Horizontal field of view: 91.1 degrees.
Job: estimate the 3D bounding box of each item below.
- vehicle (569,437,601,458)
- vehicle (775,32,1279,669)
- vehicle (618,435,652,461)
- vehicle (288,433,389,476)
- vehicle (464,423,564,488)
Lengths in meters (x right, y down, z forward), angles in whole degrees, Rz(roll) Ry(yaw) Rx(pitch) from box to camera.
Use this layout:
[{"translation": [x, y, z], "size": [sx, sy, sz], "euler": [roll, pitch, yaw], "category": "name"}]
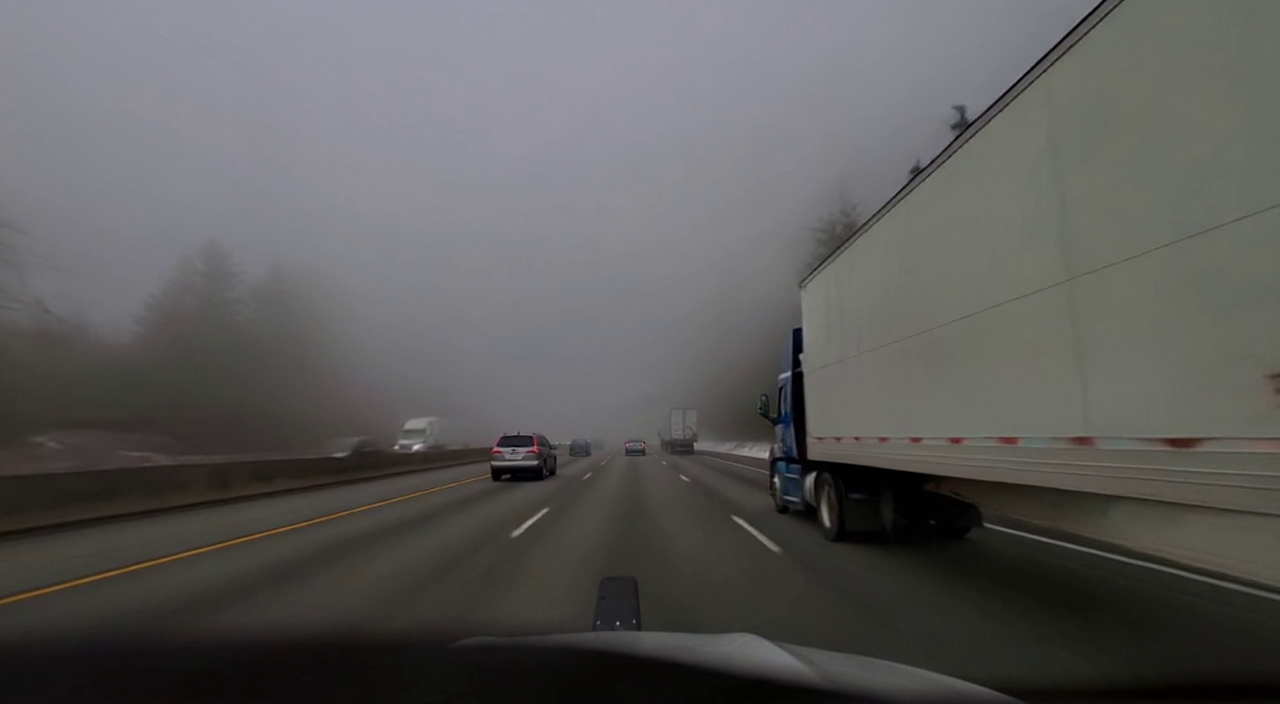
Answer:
[{"translation": [-4.045, 7.098, 47.010], "size": [2.021, 1.514, 4.190], "euler": [0, -8, 0], "category": "vehicle"}, {"translation": [3.692, 0.274, 6.656], "size": [3.009, 3.673, 6.099], "euler": [1, -7, -1], "category": "vehicle"}, {"translation": [-0.369, 6.206, 40.978], "size": [2.088, 1.567, 4.240], "euler": [0, -8, -2], "category": "vehicle"}, {"translation": [-12.046, 4.083, 25.475], "size": [1.916, 1.568, 4.418], "euler": [0, -8, 0], "category": "vehicle"}, {"translation": [-3.544, 3.006, 18.632], "size": [2.054, 1.671, 4.445], "euler": [0, -8, 0], "category": "vehicle"}]
